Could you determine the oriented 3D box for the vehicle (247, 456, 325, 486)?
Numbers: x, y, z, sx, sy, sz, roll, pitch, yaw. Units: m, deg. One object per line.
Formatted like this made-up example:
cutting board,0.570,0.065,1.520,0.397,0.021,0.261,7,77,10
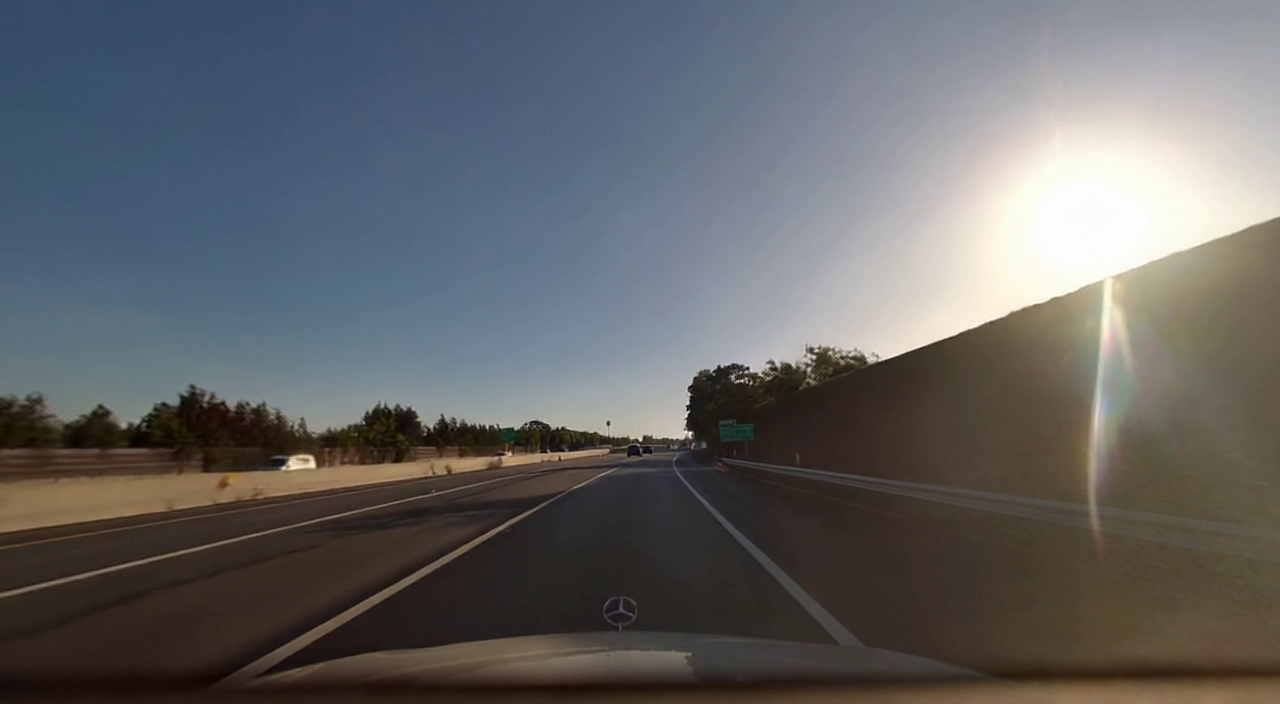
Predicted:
vehicle,-23.382,7.872,41.650,2.078,1.798,4.928,-1,-9,3
